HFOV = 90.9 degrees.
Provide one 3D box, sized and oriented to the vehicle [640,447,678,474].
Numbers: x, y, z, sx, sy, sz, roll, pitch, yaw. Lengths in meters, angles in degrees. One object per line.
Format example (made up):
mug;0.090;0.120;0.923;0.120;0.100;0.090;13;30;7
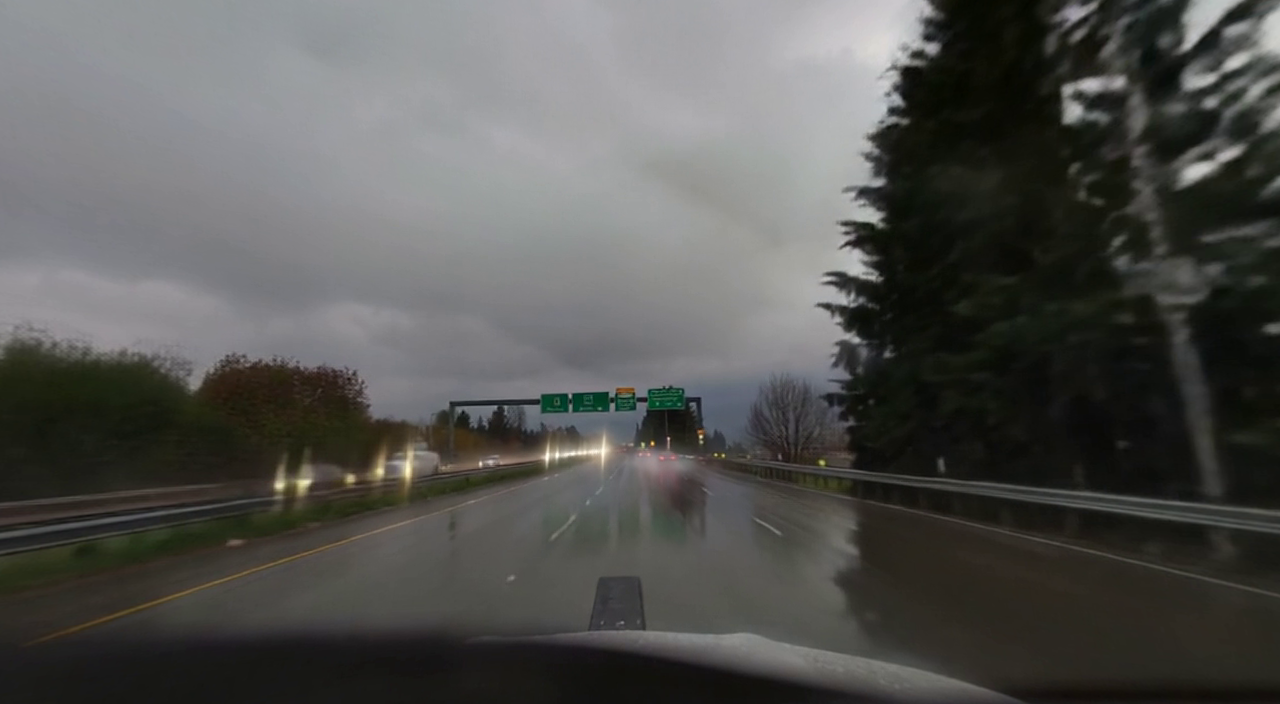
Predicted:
vehicle;1.047;6.265;36.620;2.036;1.457;3.471;0;-9;-1
